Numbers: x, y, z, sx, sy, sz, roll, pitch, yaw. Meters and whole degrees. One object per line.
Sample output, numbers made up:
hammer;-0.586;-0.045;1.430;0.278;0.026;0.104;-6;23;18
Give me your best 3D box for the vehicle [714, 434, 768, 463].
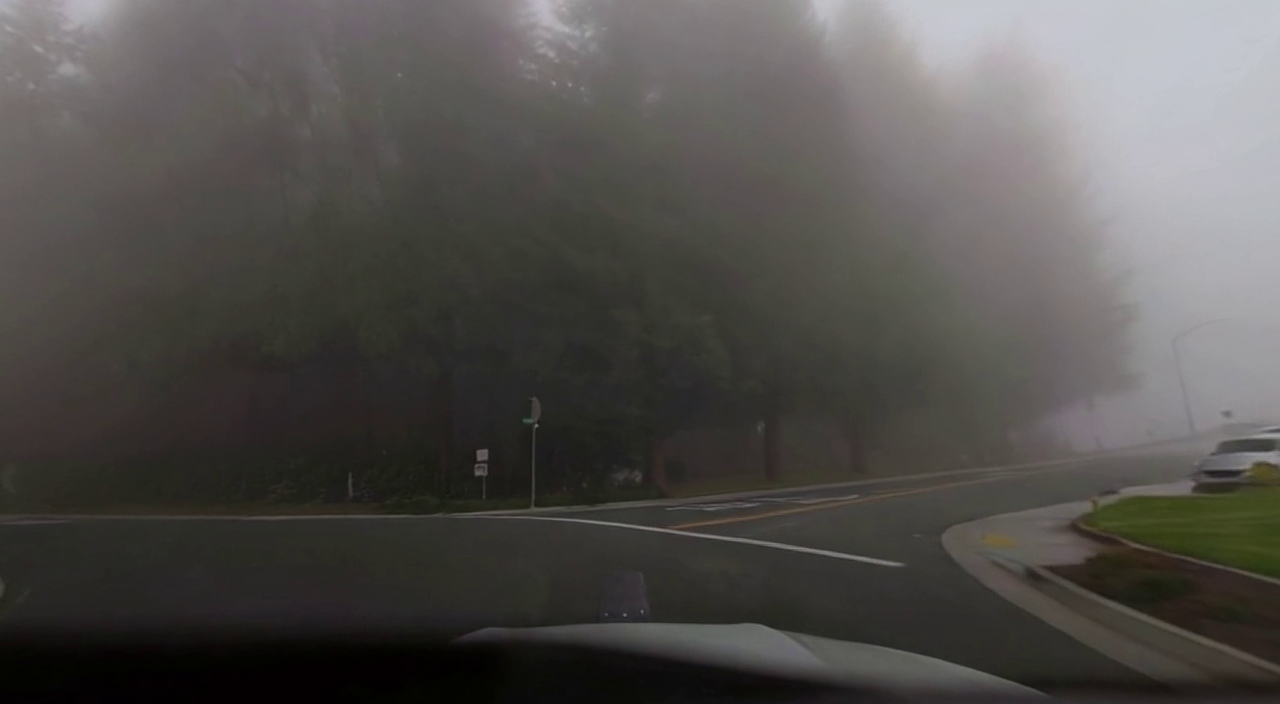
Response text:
vehicle;5.630;5.421;35.407;1.802;1.548;3.501;3;-9;-12
